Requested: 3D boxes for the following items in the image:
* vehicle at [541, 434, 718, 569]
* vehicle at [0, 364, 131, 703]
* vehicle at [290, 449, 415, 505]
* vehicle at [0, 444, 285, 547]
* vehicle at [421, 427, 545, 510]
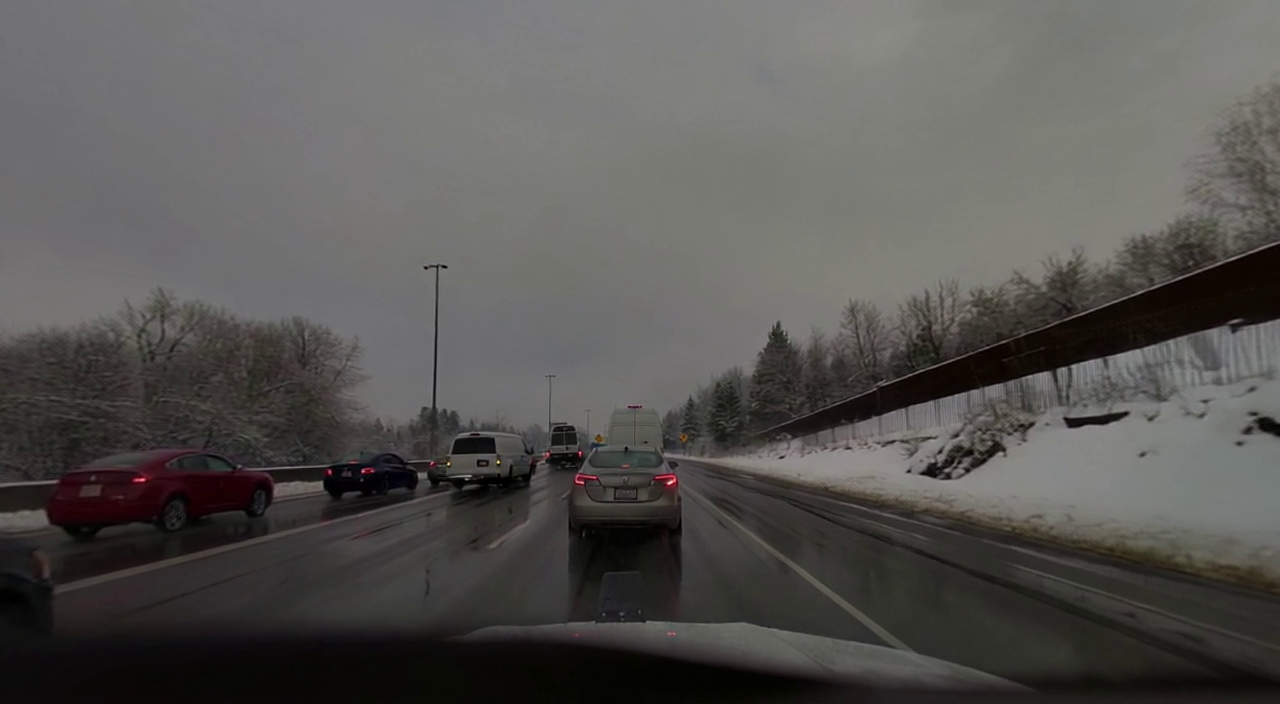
[{"bbox_3d":[-0.140,1.957,8.899,1.995,1.495,3.380,0,-9,-1],"label":"vehicle"},{"bbox_3d":[-3.633,0.637,0.941,2.029,1.656,4.437,0,-9,0],"label":"vehicle"},{"bbox_3d":[-8.397,3.640,18.847,1.826,1.465,3.916,-1,-9,1],"label":"vehicle"},{"bbox_3d":[-8.707,2.445,11.474,1.884,1.484,4.389,-1,-9,1],"label":"vehicle"},{"bbox_3d":[-4.046,3.102,17.205,2.055,1.913,4.584,-1,-9,2],"label":"vehicle"}]
